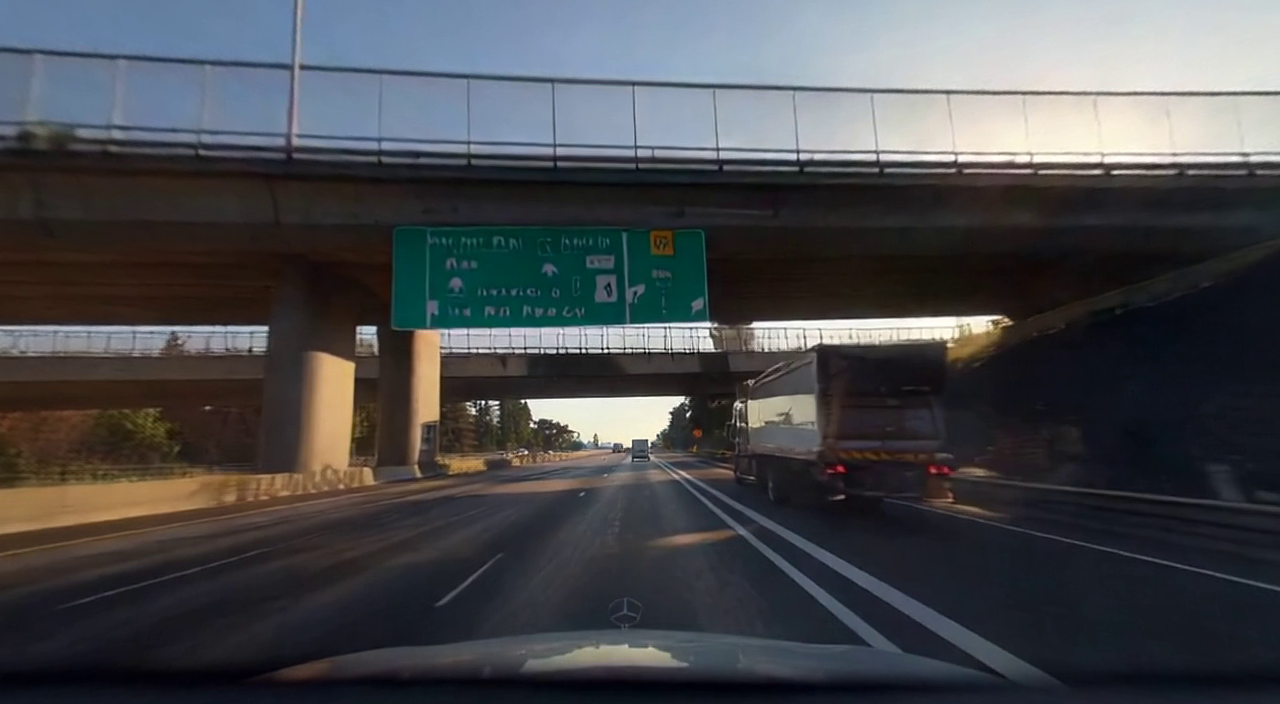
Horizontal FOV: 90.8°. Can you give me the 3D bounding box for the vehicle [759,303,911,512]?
[{"bbox_3d":[4.079,1.336,14.097,1.697,3.935,4.195,-1,-9,-2],"label":"vehicle"}]
